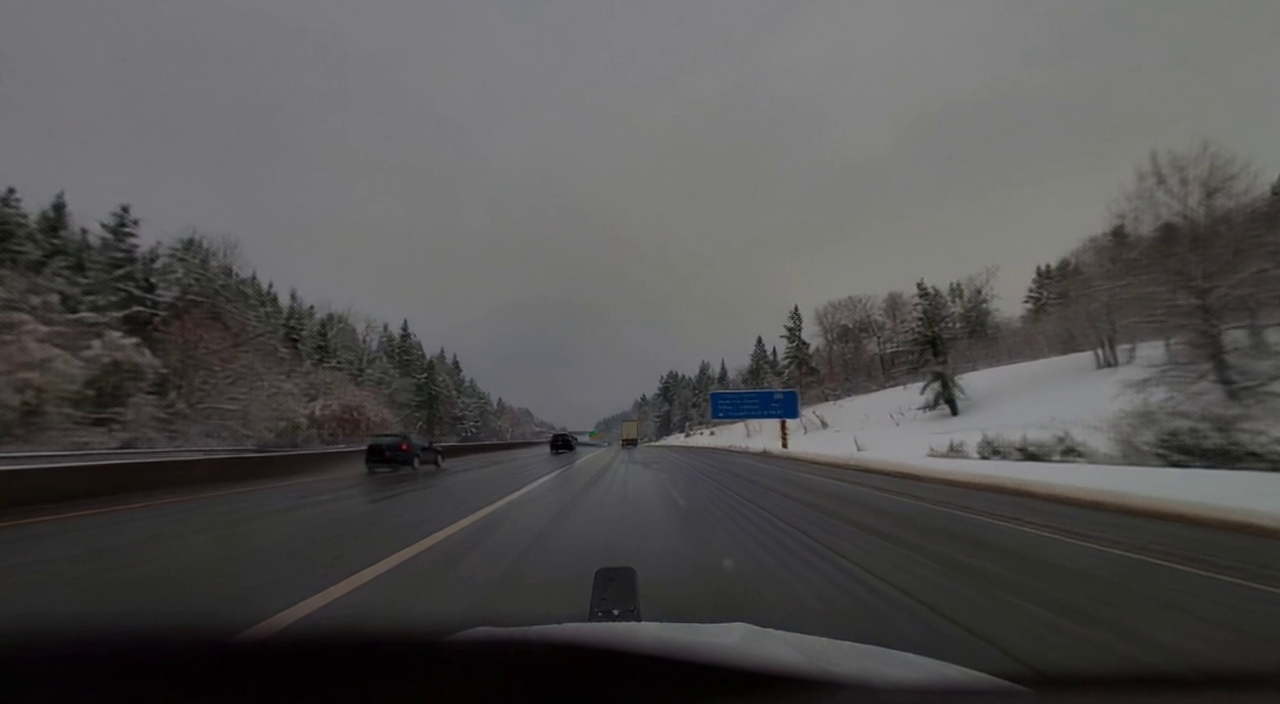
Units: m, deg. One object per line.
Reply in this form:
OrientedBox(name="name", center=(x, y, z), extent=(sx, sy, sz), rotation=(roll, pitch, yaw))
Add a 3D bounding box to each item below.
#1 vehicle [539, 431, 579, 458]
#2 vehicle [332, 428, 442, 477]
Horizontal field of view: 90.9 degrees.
OrientedBox(name="vehicle", center=(-4.783, 5.521, 37.815), extent=(1.912, 1.495, 3.703), rotation=(0, -7, 0))
OrientedBox(name="vehicle", center=(-8.414, 3.347, 21.421), extent=(1.973, 1.470, 4.270), rotation=(0, -7, 0))
